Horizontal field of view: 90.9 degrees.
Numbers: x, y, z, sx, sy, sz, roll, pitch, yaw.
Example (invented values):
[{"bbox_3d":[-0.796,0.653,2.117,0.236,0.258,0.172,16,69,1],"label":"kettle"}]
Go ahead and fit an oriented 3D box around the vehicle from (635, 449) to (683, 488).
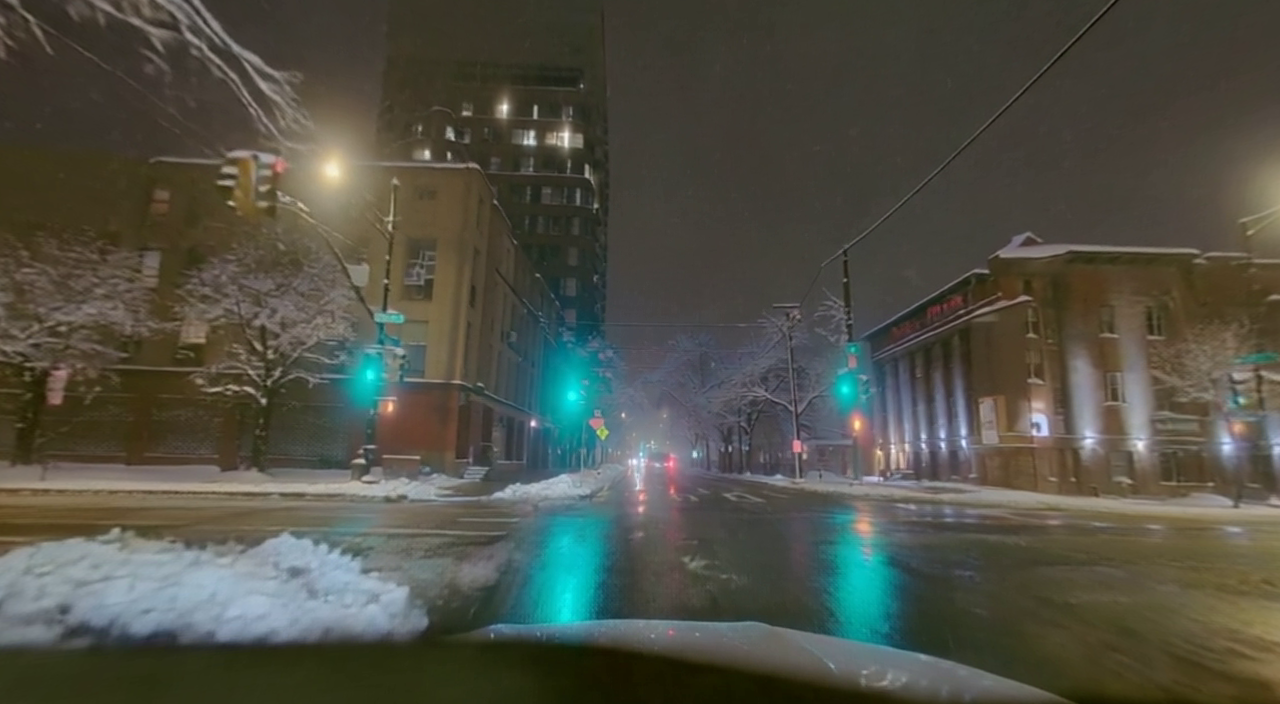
[{"bbox_3d":[0.835,5.318,29.041,2.079,1.621,3.861,0,-8,0],"label":"vehicle"}]
